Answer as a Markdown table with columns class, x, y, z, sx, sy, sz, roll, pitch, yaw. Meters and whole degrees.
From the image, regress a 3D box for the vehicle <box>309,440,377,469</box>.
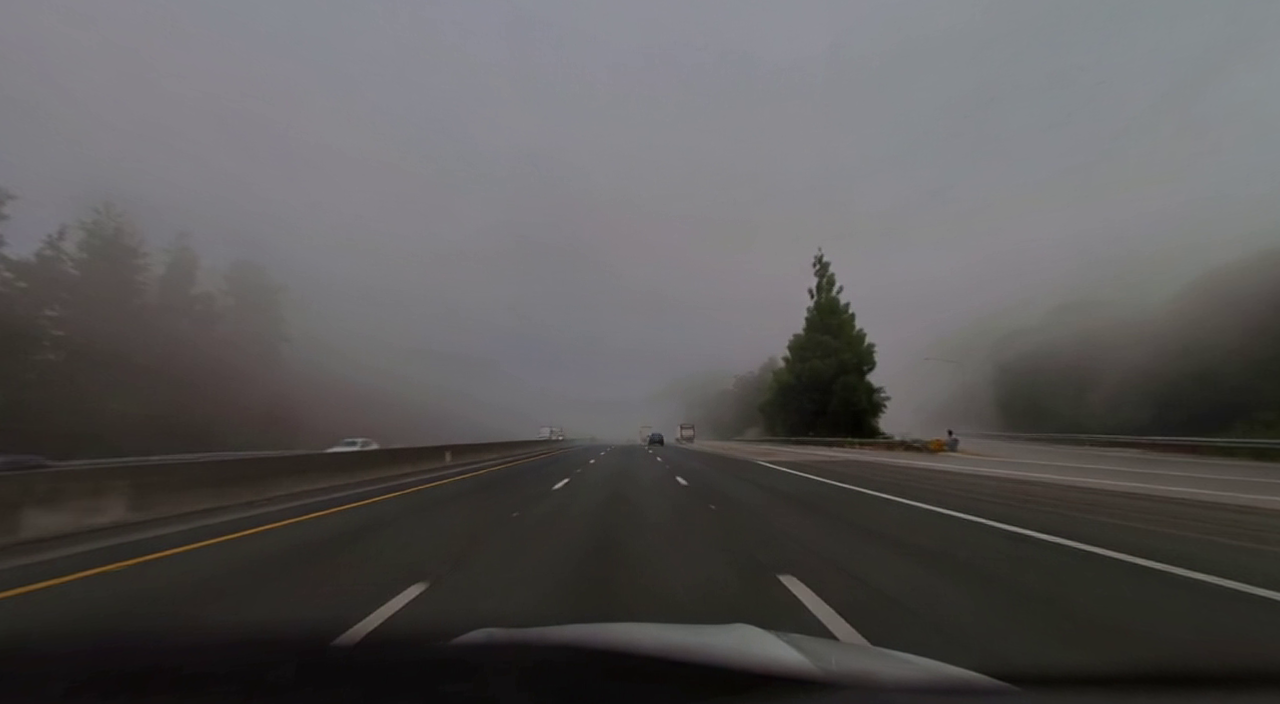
| class | x | y | z | sx | sy | sz | roll | pitch | yaw |
| --- | --- | --- | --- | --- | --- | --- | --- | --- | --- |
| vehicle | -16.816 | 5.800 | 35.930 | 1.823 | 1.495 | 4.315 | 0 | -8 | -1 |
